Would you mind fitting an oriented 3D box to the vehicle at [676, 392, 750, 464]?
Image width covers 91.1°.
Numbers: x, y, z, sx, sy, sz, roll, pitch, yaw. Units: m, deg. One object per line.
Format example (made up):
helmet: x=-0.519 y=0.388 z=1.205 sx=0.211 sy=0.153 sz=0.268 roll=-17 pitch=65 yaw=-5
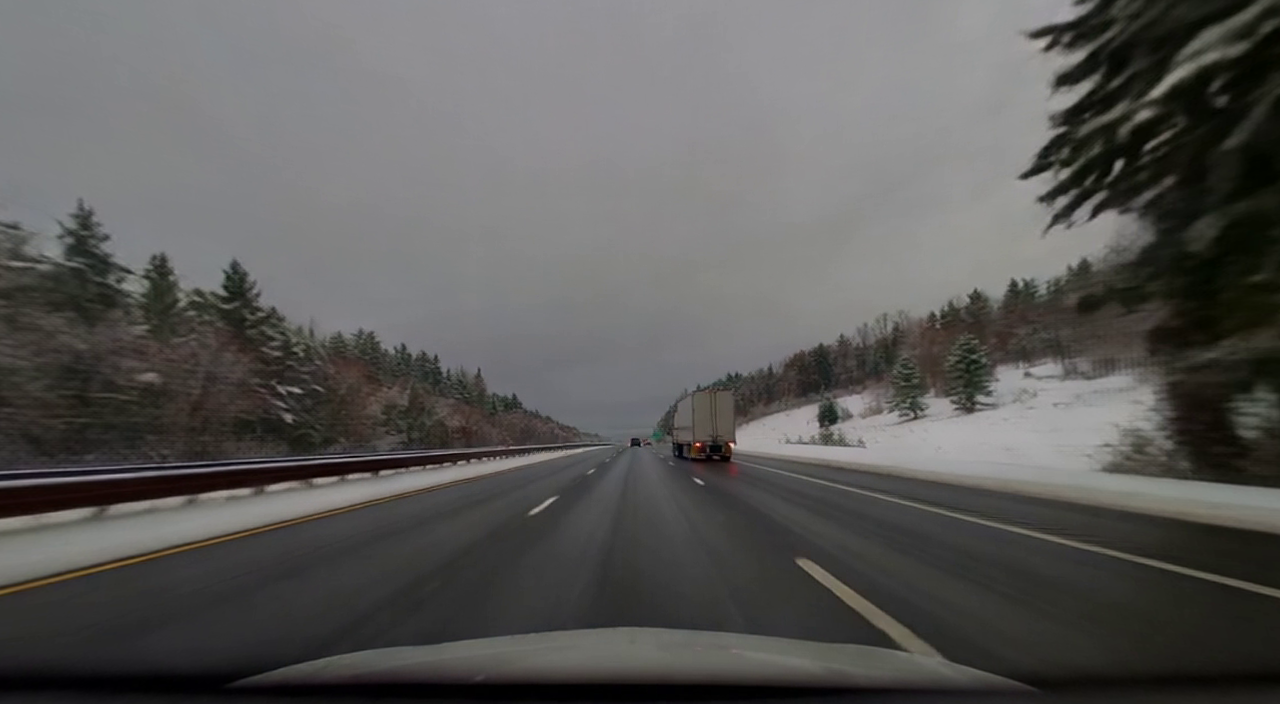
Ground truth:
vehicle: x=4.180 y=4.744 z=38.454 sx=3.348 sy=3.847 sz=8.908 roll=0 pitch=-8 yaw=-1
